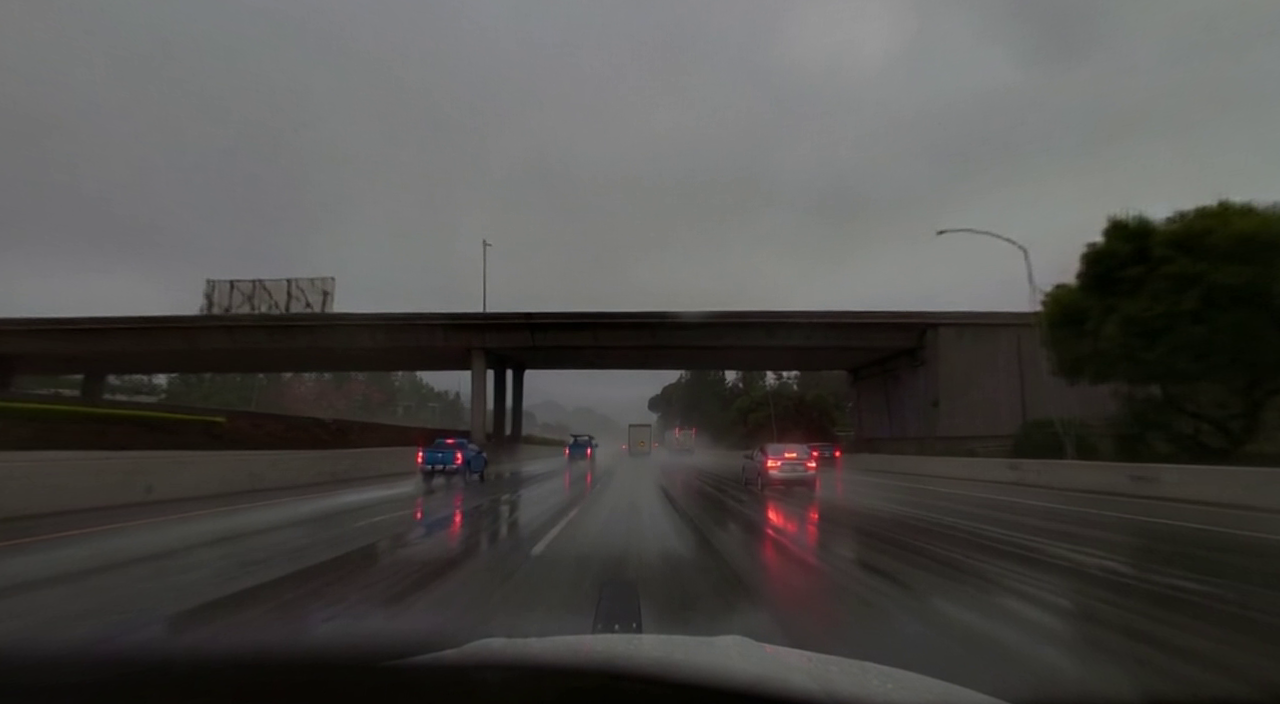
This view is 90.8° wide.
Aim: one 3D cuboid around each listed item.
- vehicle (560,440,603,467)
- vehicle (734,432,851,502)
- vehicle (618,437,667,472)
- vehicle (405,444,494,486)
[{"bbox_3d":[-3.955,7.006,43.636,2.535,1.715,5.030,0,-9,0],"label":"vehicle"},{"bbox_3d":[3.993,3.090,17.344,2.119,1.653,4.000,0,-9,-1],"label":"vehicle"},{"bbox_3d":[0.098,5.858,36.226,2.572,1.837,5.693,0,-9,0],"label":"vehicle"},{"bbox_3d":[-7.192,4.288,24.369,1.947,1.444,4.595,0,-9,1],"label":"vehicle"}]
